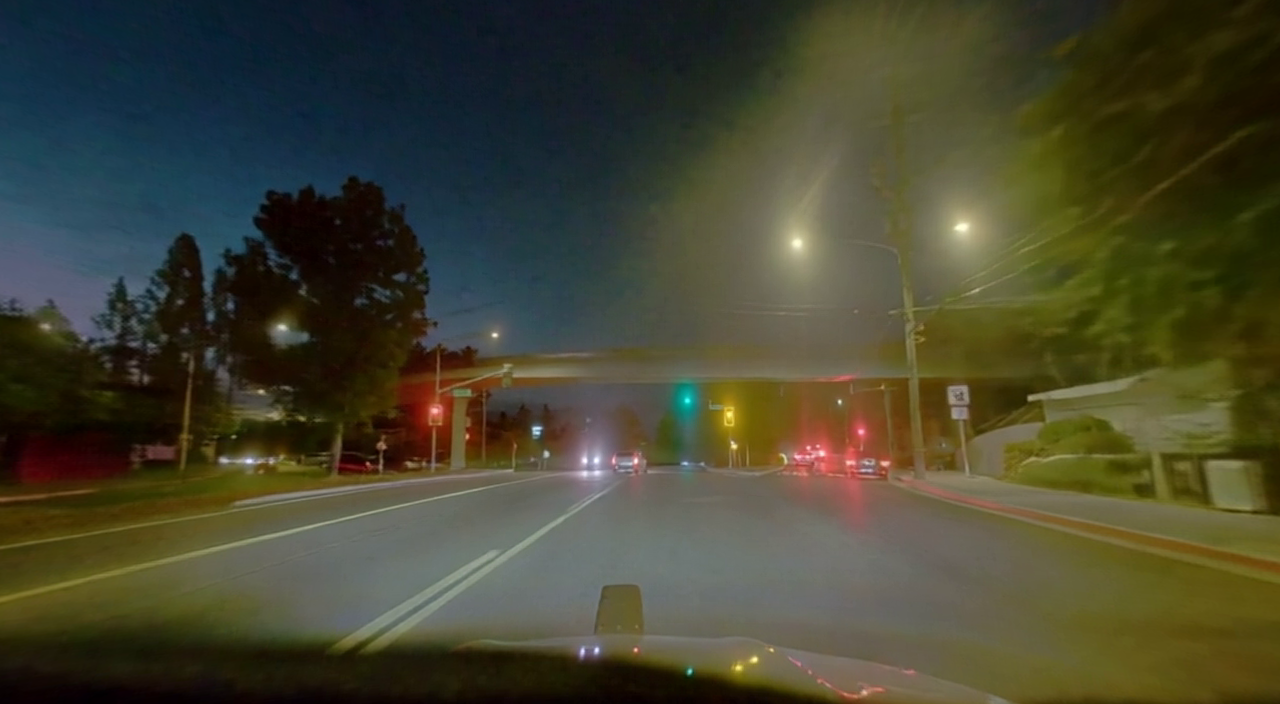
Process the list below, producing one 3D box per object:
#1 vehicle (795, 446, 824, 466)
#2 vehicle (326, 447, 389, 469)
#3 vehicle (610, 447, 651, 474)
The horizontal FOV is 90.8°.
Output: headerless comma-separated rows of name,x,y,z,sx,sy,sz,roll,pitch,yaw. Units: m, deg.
vehicle,13.162,8.089,49.249,2.058,1.475,4.587,-2,-9,14
vehicle,-21.670,8.129,48.523,3.877,1.623,2.049,-2,-9,11
vehicle,-0.522,6.653,38.865,1.997,1.542,4.202,-1,-9,6
